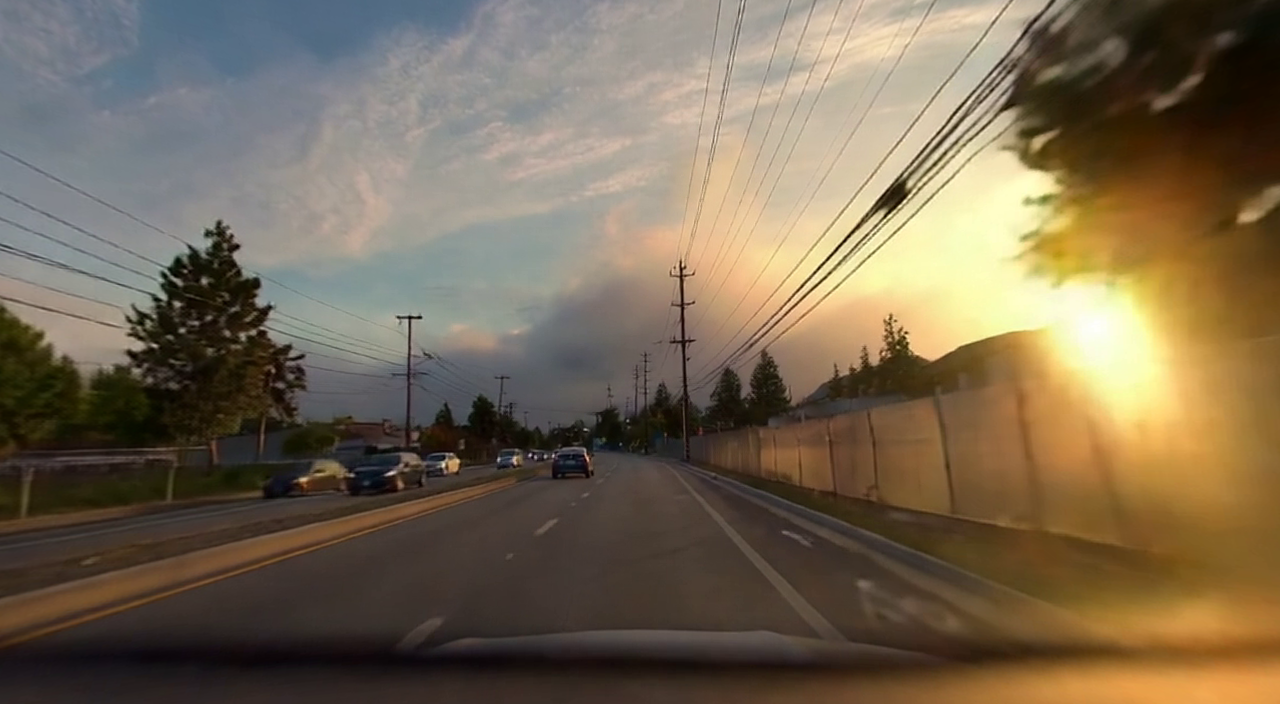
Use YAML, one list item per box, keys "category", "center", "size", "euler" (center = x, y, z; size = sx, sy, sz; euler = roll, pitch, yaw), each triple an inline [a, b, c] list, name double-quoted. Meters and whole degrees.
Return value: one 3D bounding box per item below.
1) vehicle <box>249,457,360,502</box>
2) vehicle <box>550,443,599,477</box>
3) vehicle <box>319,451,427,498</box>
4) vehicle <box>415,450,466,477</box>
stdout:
- category: "vehicle"
  center: [-13.033, 4.931, 24.807]
  size: [1.923, 1.512, 4.468]
  euler: [0, -9, 0]
- category: "vehicle"
  center: [-3.161, 5.319, 31.303]
  size: [1.992, 1.515, 4.289]
  euler: [0, -9, 0]
- category: "vehicle"
  center: [-9.644, 4.433, 23.189]
  size: [2.007, 1.520, 4.466]
  euler: [0, -9, 0]
- category: "vehicle"
  center: [-13.309, 7.460, 42.315]
  size: [1.942, 1.660, 4.595]
  euler: [0, -9, -1]
